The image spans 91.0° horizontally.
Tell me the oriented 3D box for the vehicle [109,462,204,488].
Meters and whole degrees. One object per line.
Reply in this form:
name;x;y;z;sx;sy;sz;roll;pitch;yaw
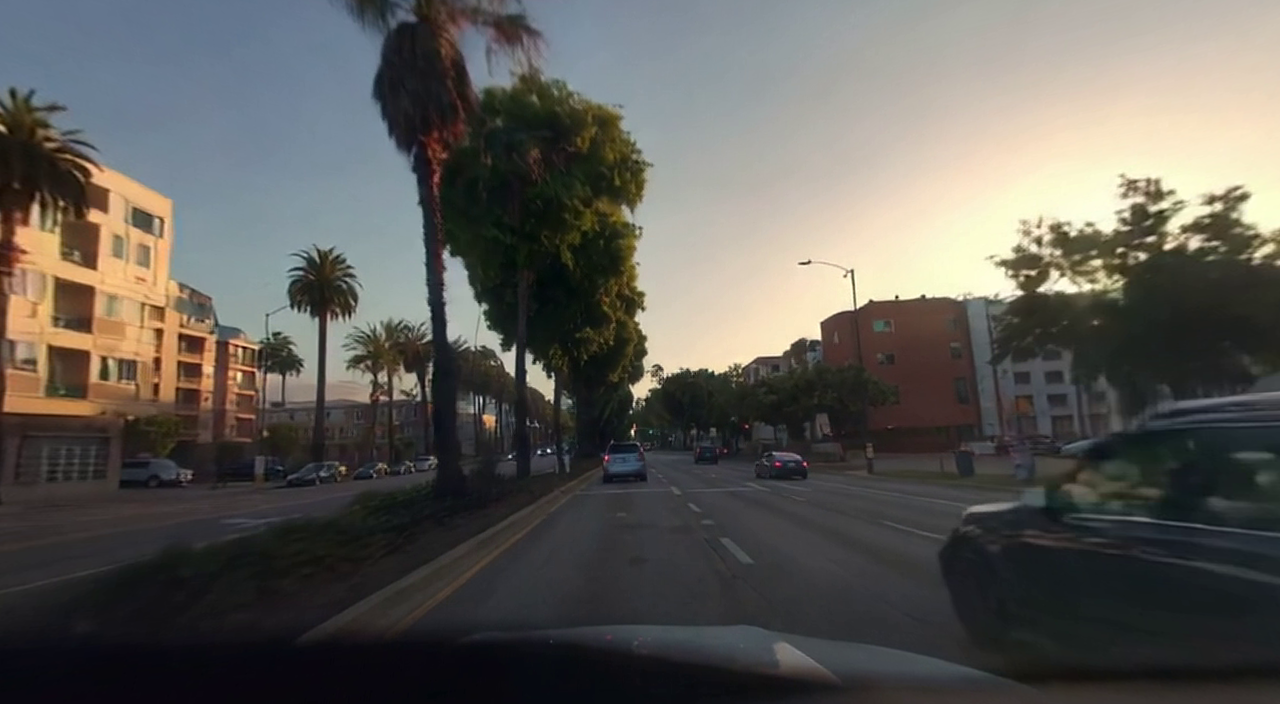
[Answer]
vehicle;-30.214;7.711;39.413;4.400;1.474;1.732;1;-9;-1

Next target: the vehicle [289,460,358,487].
vehicle;-19.558;7.513;39.127;1.920;1.505;4.351;0;-9;1

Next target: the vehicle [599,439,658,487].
vehicle;-0.489;4.627;26.520;2.277;1.816;4.192;0;-9;-1

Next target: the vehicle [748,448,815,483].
vehicle;6.572;5.302;29.821;1.975;1.483;4.769;0;-9;-2

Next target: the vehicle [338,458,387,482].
vehicle;-19.761;8.383;44.923;1.753;1.600;4.040;0;-9;-2

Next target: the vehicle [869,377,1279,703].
vehicle;3.082;1.023;2.898;2.195;1.590;4.668;0;-9;-1
